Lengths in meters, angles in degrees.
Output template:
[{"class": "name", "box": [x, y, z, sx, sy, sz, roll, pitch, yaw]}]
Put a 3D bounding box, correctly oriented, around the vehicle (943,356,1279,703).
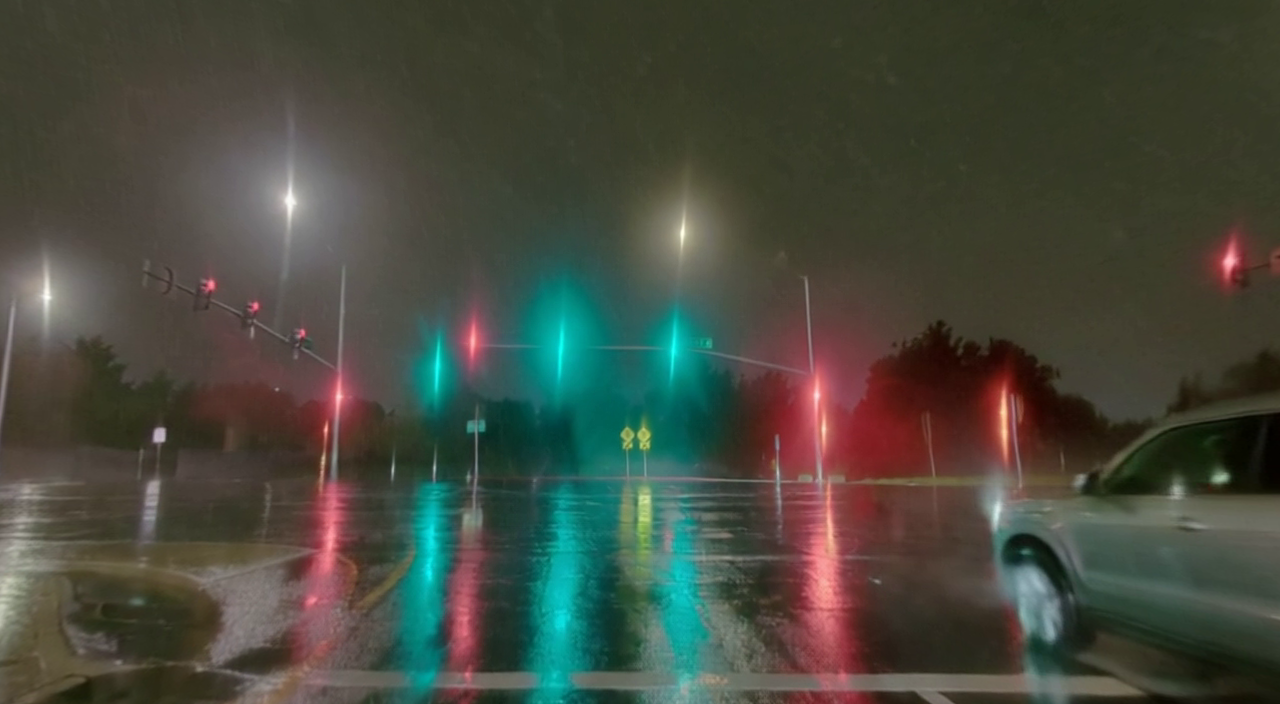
[{"class": "vehicle", "box": [3.138, 0.888, 2.439, 1.938, 1.648, 4.211, -1, -8, 2]}]
